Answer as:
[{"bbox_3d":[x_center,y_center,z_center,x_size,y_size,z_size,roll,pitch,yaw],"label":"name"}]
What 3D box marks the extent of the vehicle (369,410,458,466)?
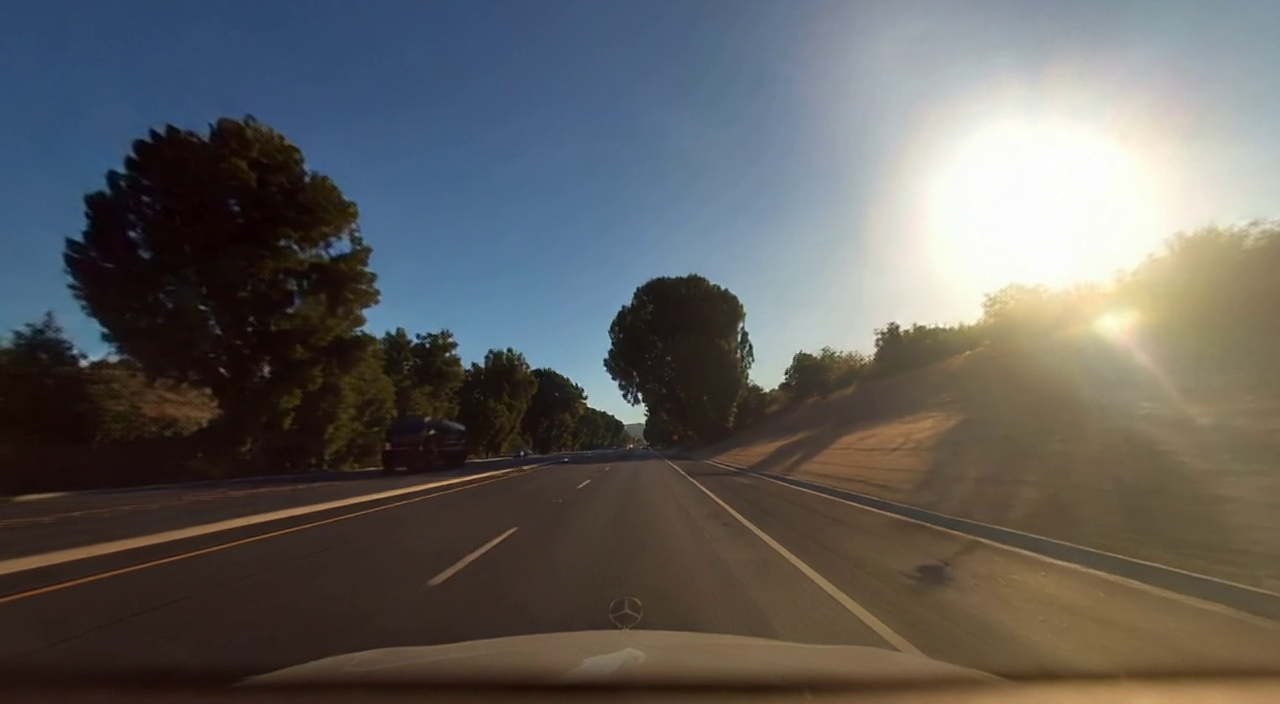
[{"bbox_3d":[-17.007,6.642,48.247,3.008,3.803,9.935,0,-8,0],"label":"vehicle"}]
